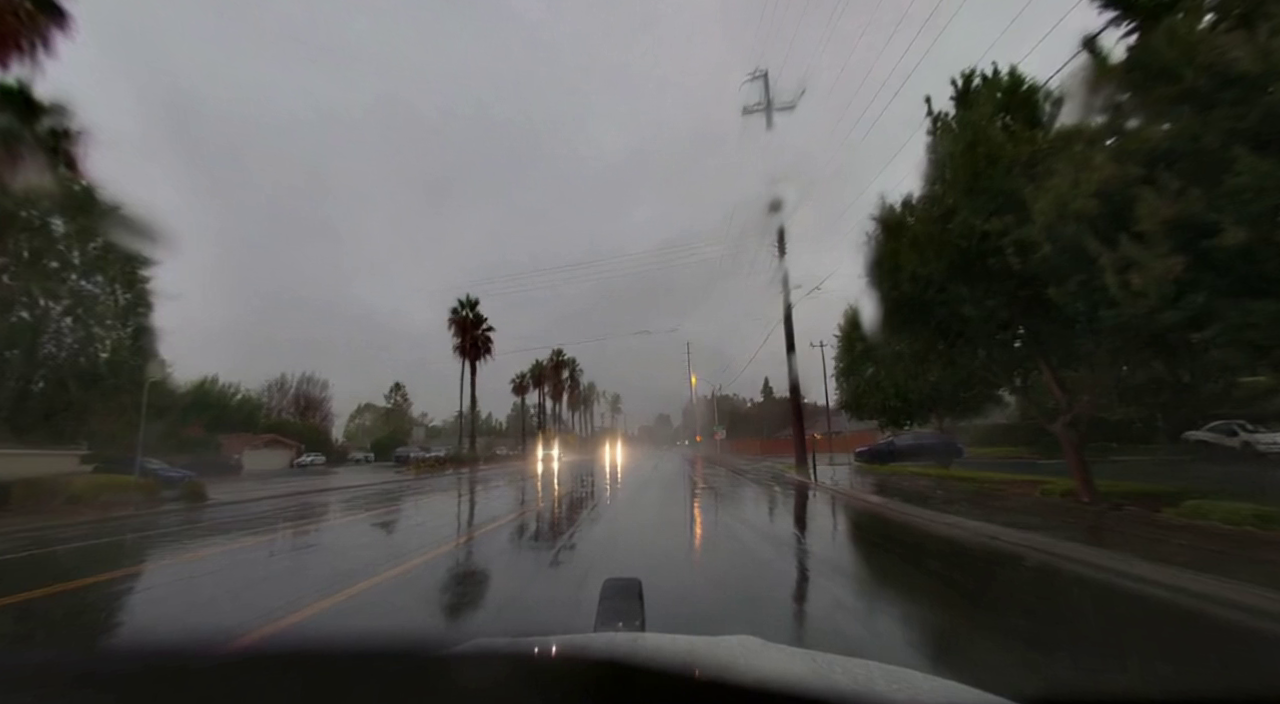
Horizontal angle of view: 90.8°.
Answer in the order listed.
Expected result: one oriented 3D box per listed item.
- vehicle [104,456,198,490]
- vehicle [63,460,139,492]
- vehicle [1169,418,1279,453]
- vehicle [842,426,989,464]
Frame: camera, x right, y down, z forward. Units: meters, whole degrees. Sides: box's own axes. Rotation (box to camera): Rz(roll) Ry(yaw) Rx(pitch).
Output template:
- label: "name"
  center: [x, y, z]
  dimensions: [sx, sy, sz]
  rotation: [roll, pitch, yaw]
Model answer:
- label: "vehicle"
  center: [-29.833, 7.298, 38.511]
  dimensions: [5.477, 1.876, 2.389]
  rotation: [-5, -11, 29]
- label: "vehicle"
  center: [-30.354, 6.918, 35.546]
  dimensions: [4.255, 1.647, 2.004]
  rotation: [-6, -11, 34]
- label: "vehicle"
  center: [31.063, 4.374, 32.903]
  dimensions: [5.062, 1.742, 1.976]
  rotation: [-1, -9, 3]
- label: "vehicle"
  center: [13.211, 4.524, 30.665]
  dimensions: [5.981, 1.680, 2.327]
  rotation: [-1, -9, 4]
